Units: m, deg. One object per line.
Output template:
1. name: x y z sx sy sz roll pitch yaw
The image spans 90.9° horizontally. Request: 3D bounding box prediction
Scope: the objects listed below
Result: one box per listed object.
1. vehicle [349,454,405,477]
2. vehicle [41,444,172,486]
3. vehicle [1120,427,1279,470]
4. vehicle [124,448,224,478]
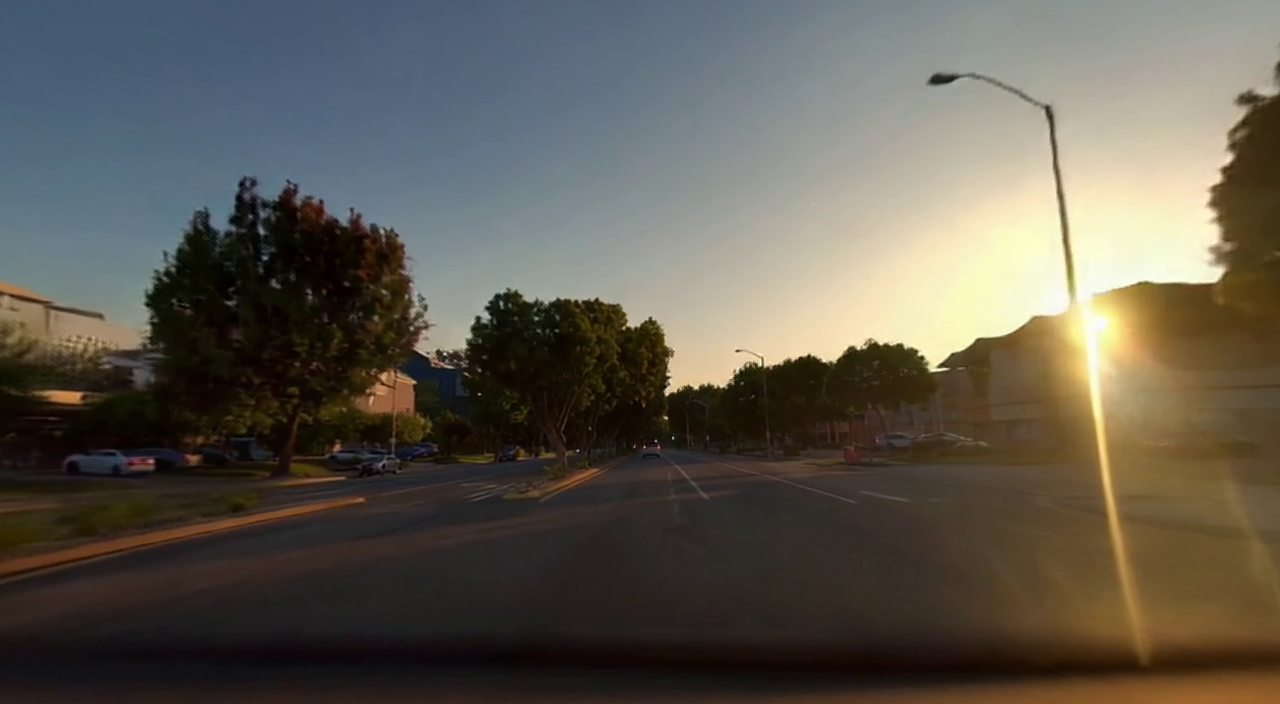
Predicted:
1. vehicle: -18.503 7.973 44.595 1.815 1.453 4.870 0 -8 1
2. vehicle: -26.313 5.563 31.356 4.633 1.923 2.074 5 -10 -33
3. vehicle: 22.247 3.839 25.283 2.009 1.533 5.047 0 -8 0
4. vehicle: -26.815 6.382 36.379 4.106 1.698 2.072 0 -8 2
